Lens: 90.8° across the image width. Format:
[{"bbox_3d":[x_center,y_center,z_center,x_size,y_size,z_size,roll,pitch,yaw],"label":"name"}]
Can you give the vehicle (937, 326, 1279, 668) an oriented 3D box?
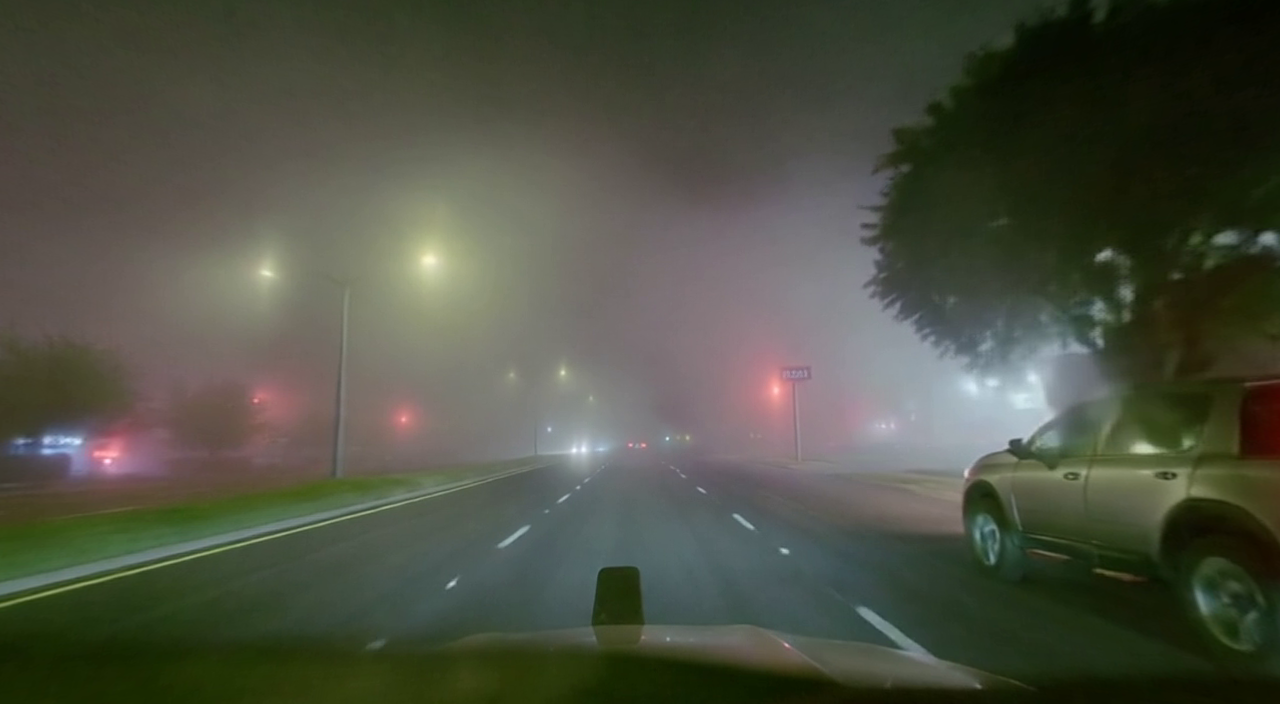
[{"bbox_3d":[4.772,1.045,5.070,2.185,1.956,5.128,0,-8,-1],"label":"vehicle"}]
